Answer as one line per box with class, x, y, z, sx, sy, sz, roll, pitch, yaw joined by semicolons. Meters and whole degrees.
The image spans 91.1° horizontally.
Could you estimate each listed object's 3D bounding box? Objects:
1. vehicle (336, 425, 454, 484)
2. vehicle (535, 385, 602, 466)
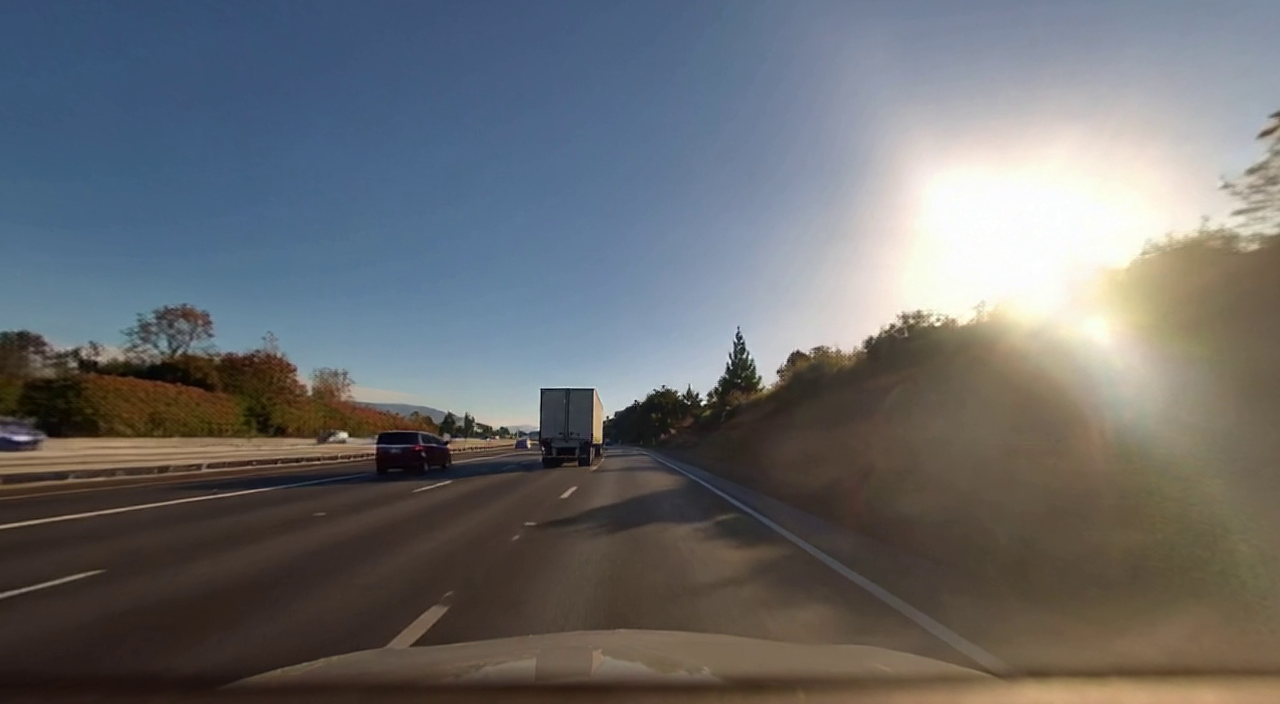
vehicle;-7.750;3.255;20.410;2.075;1.691;4.431;0;-8;-1
vehicle;-4.005;4.589;37.893;3.002;3.987;12.477;-2;-8;-2
